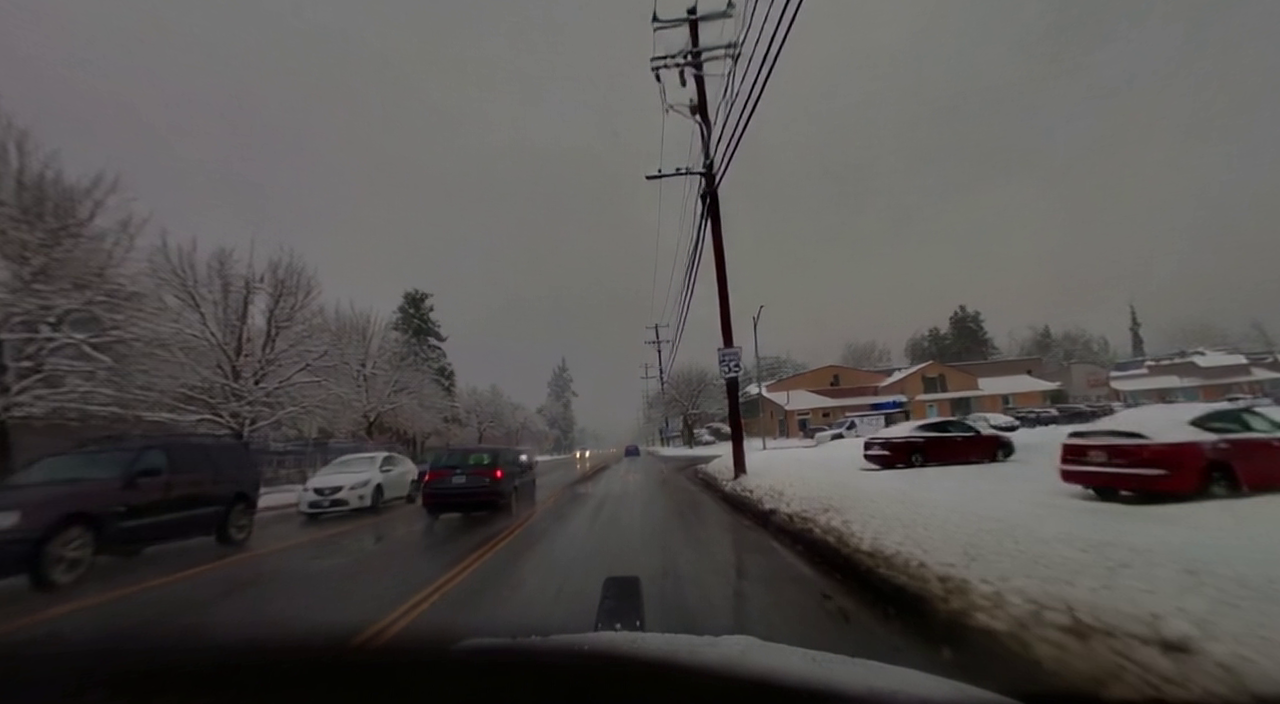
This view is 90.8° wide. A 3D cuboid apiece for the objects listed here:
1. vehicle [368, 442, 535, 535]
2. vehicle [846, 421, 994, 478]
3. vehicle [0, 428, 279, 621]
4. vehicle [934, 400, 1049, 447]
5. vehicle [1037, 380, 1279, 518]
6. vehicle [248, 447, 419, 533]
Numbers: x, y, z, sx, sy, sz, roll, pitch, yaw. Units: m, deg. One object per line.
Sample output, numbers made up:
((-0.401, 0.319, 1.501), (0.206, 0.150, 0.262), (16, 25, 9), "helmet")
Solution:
((-3.417, 2.529, 12.478), (1.943, 1.455, 4.414), (0, -8, 0), "vehicle")
((7.934, 2.730, 17.853), (4.000, 1.440, 1.746), (5, -9, -30), "vehicle")
((-6.772, 1.833, 7.650), (1.877, 1.742, 4.919), (0, -8, 0), "vehicle")
((19.778, 4.119, 35.892), (4.982, 2.516, 2.697), (-2, -8, 11), "vehicle")
((8.170, 1.350, 9.013), (4.713, 1.518, 2.035), (4, -9, -27), "vehicle")
((-6.719, 3.007, 14.514), (1.863, 1.506, 4.597), (-3, -8, -3), "vehicle")
